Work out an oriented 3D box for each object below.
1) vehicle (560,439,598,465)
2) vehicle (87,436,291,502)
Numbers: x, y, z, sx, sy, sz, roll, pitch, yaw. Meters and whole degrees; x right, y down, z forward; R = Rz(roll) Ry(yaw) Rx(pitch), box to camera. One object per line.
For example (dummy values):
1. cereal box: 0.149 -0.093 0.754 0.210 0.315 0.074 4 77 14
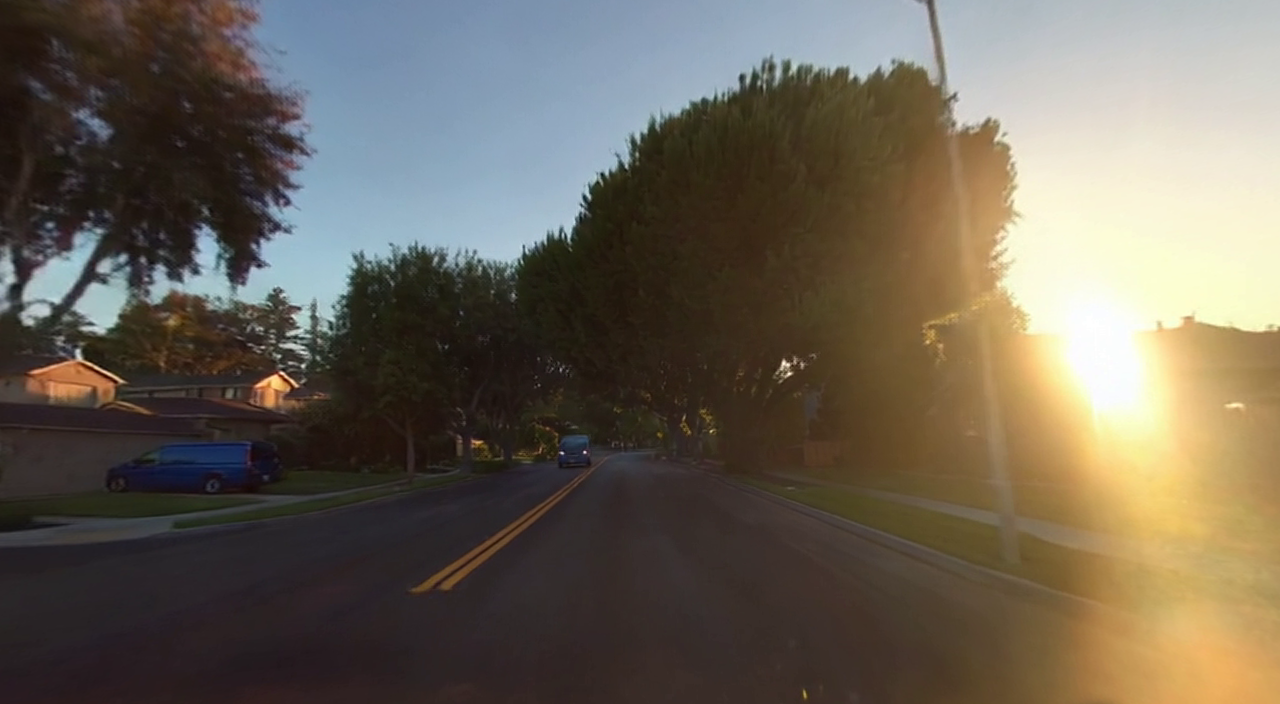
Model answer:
1. vehicle: -4.471 7.416 47.064 2.303 1.813 5.660 0 -8 0
2. vehicle: -14.462 3.702 20.609 2.145 1.839 4.837 -6 -10 33
